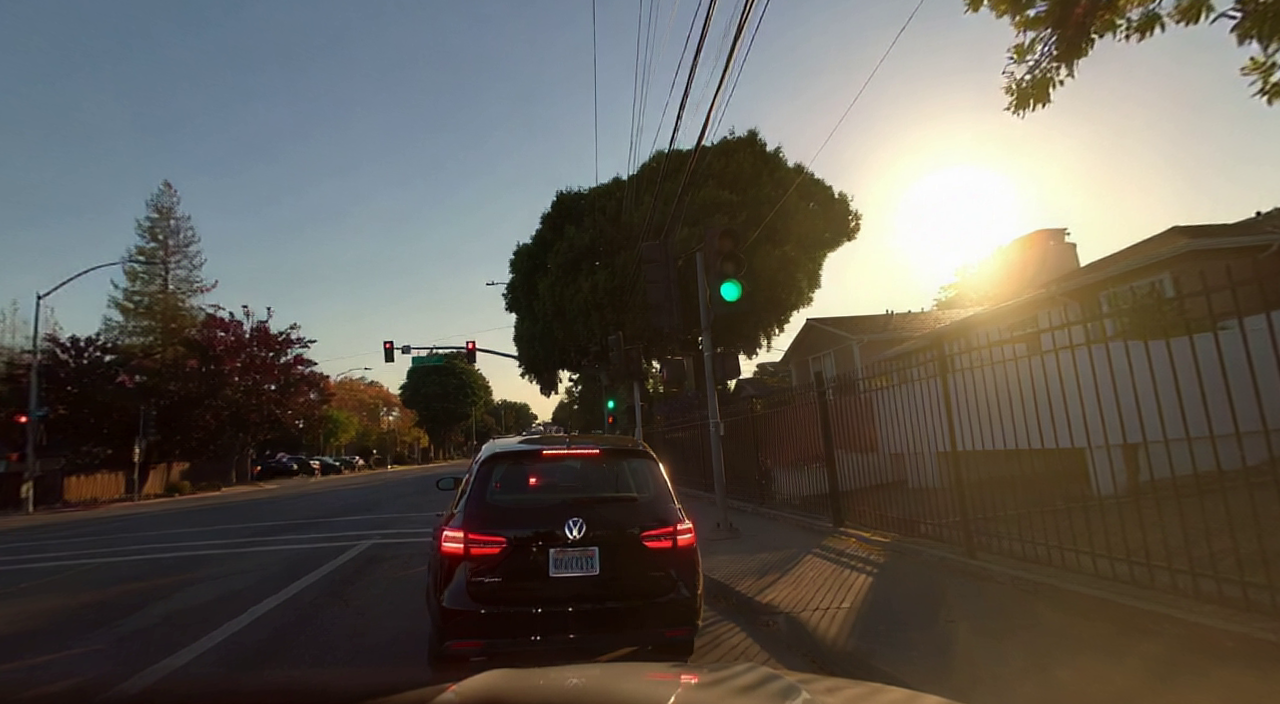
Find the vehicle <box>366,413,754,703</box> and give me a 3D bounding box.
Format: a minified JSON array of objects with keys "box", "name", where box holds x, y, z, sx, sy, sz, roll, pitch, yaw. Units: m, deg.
[{"box":[-0.663,1.361,5.228,2.024,1.502,3.702,1,-9,-9],"name":"vehicle"}]
